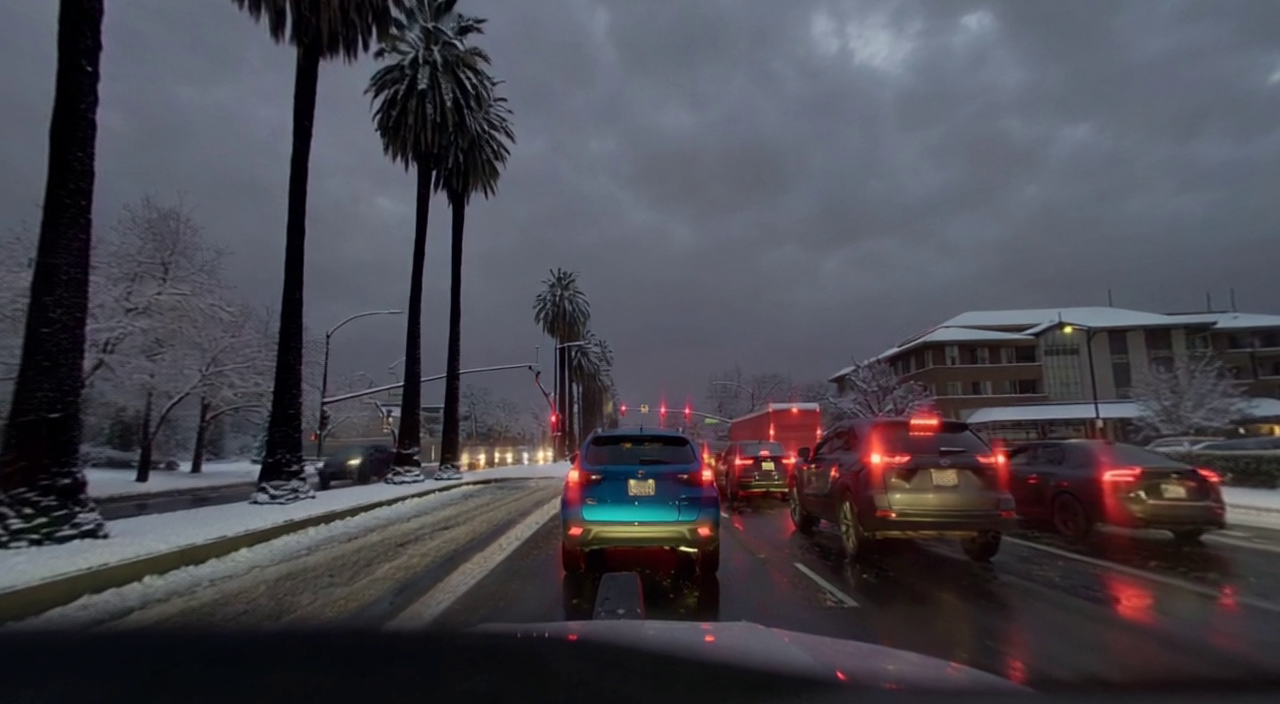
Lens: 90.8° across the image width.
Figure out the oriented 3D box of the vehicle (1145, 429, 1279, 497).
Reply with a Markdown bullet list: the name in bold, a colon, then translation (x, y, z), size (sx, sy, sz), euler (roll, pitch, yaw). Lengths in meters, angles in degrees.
- **vehicle**: translation (18.059, 3.217, 18.435), size (4.786, 1.848, 2.107), euler (0, -9, -1)

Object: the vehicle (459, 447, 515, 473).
- **vehicle**: translation (-9.185, 6.483, 38.295), size (2.168, 1.462, 4.505), euler (0, -9, 1)

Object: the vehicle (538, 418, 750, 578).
- **vehicle**: translation (0.032, 1.751, 8.323), size (2.083, 1.572, 4.021), euler (0, -9, 0)

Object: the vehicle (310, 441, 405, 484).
- **vehicle**: translation (-12.562, 4.930, 28.480), size (2.180, 1.776, 4.521), euler (0, -9, 0)

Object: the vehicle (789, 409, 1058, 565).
- **vehicle**: translation (3.661, 1.827, 9.195), size (1.947, 1.725, 4.159), euler (0, -9, 0)

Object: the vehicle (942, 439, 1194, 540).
- **vehicle**: translation (7.381, 2.368, 11.509), size (1.832, 1.477, 3.981), euler (0, -9, 1)
